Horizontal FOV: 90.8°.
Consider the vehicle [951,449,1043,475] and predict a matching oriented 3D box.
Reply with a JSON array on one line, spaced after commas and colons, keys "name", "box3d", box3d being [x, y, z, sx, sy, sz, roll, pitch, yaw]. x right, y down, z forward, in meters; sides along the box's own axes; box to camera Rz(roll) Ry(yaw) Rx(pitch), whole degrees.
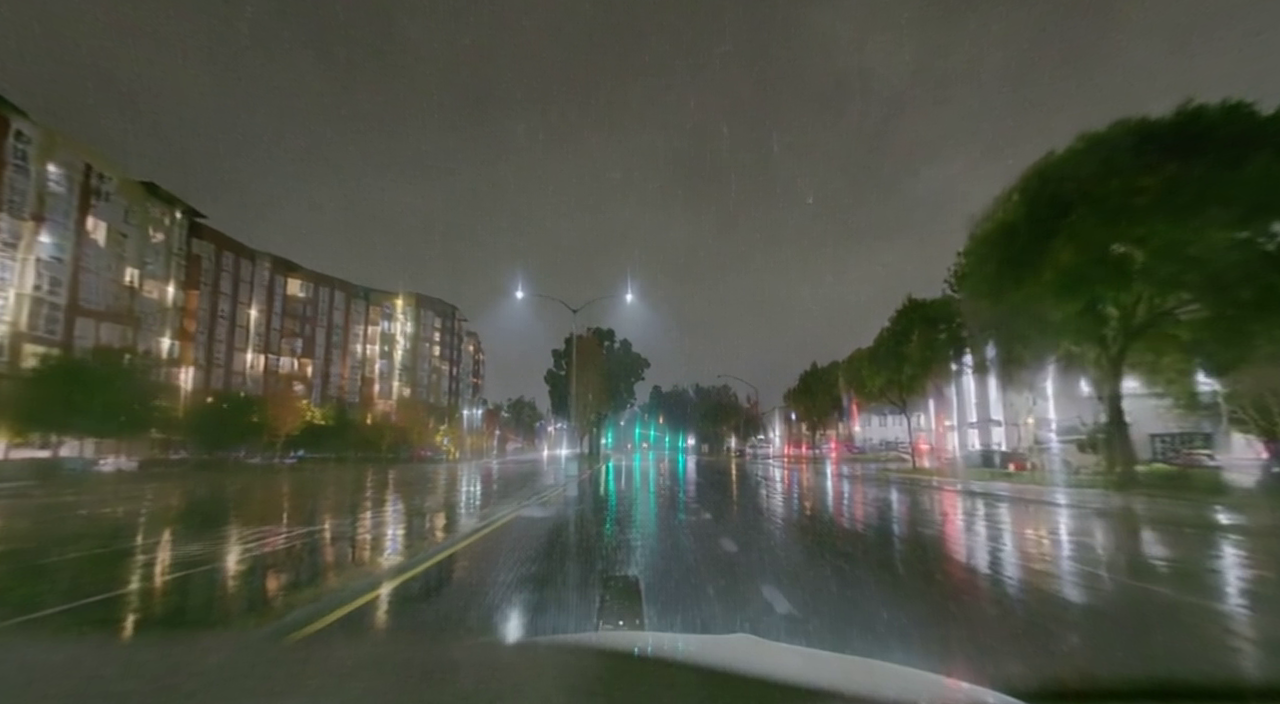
[{"name": "vehicle", "box3d": [20.082, 6.184, 35.646, 3.975, 1.387, 1.914, 0, -9, -2]}]

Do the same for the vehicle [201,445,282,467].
[{"name": "vehicle", "box3d": [-29.785, 7.762, 47.269, 4.693, 1.572, 1.999, 0, -9, 0]}]

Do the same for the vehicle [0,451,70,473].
[{"name": "vehicle", "box3d": [-43.165, 7.780, 44.687, 1.766, 1.435, 4.268, 0, -9, -1]}]
